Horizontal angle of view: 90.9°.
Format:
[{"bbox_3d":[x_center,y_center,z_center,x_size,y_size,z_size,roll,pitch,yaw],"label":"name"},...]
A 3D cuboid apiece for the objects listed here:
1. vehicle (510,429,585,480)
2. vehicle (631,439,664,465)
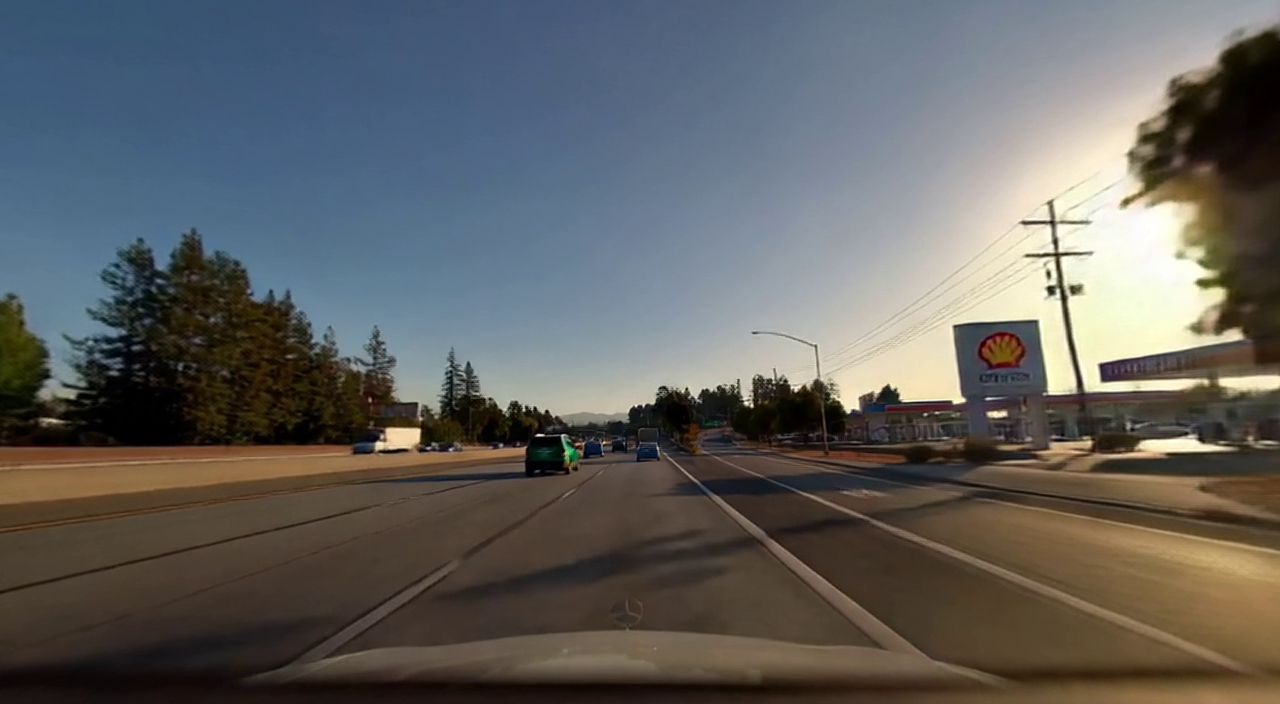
[{"bbox_3d":[-3.697,4.193,26.072,2.273,1.884,4.515,0,-8,2],"label":"vehicle"},{"bbox_3d":[0.441,6.381,40.265,1.982,1.524,3.800,1,-8,-1],"label":"vehicle"}]
